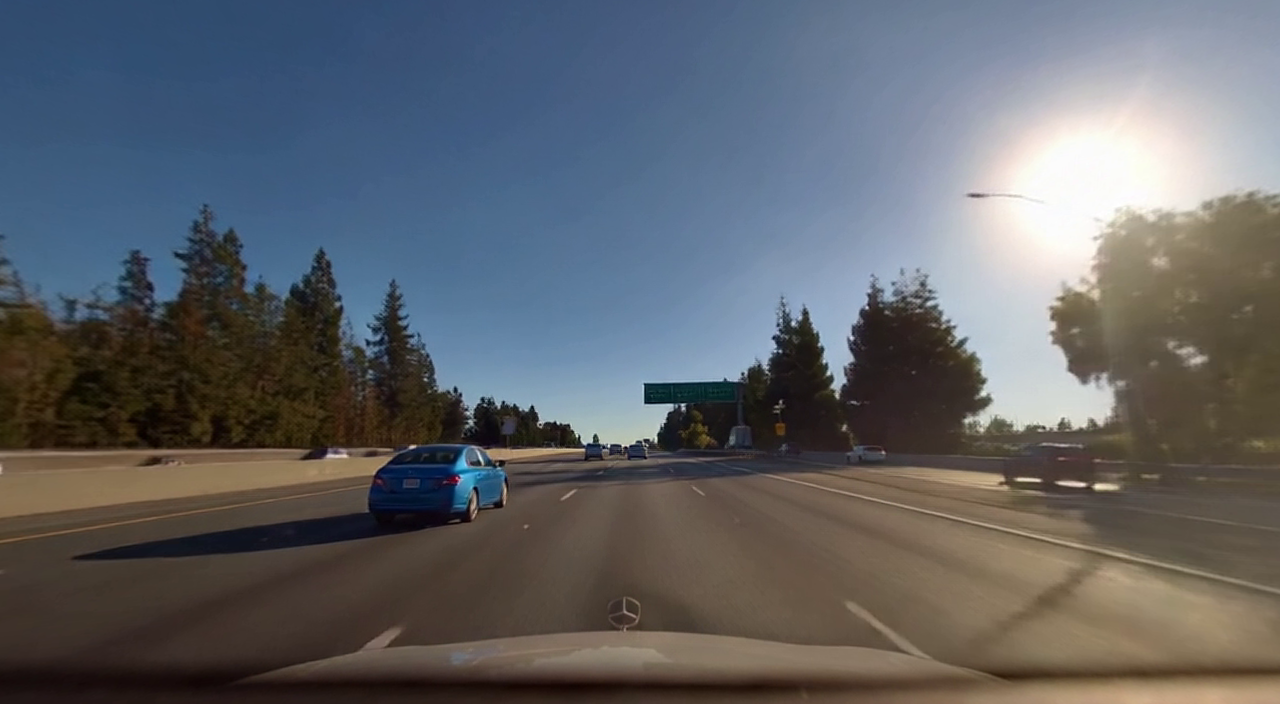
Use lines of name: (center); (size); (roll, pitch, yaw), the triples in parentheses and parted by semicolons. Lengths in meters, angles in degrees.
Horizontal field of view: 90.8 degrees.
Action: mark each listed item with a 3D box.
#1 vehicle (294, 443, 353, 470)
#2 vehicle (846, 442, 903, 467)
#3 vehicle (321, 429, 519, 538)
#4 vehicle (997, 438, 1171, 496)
vehicle: (-24.871, 8.221, 49.922); (1.976, 2.014, 5.184); (0, -9, 0)
vehicle: (14.540, 6.380, 39.466); (1.873, 1.463, 4.937); (0, -9, 2)
vehicle: (-3.598, 2.229, 11.296); (2.020, 1.554, 4.137); (0, -9, 0)
vehicle: (13.156, 3.419, 19.233); (1.940, 1.496, 4.992); (-1, -9, 4)
